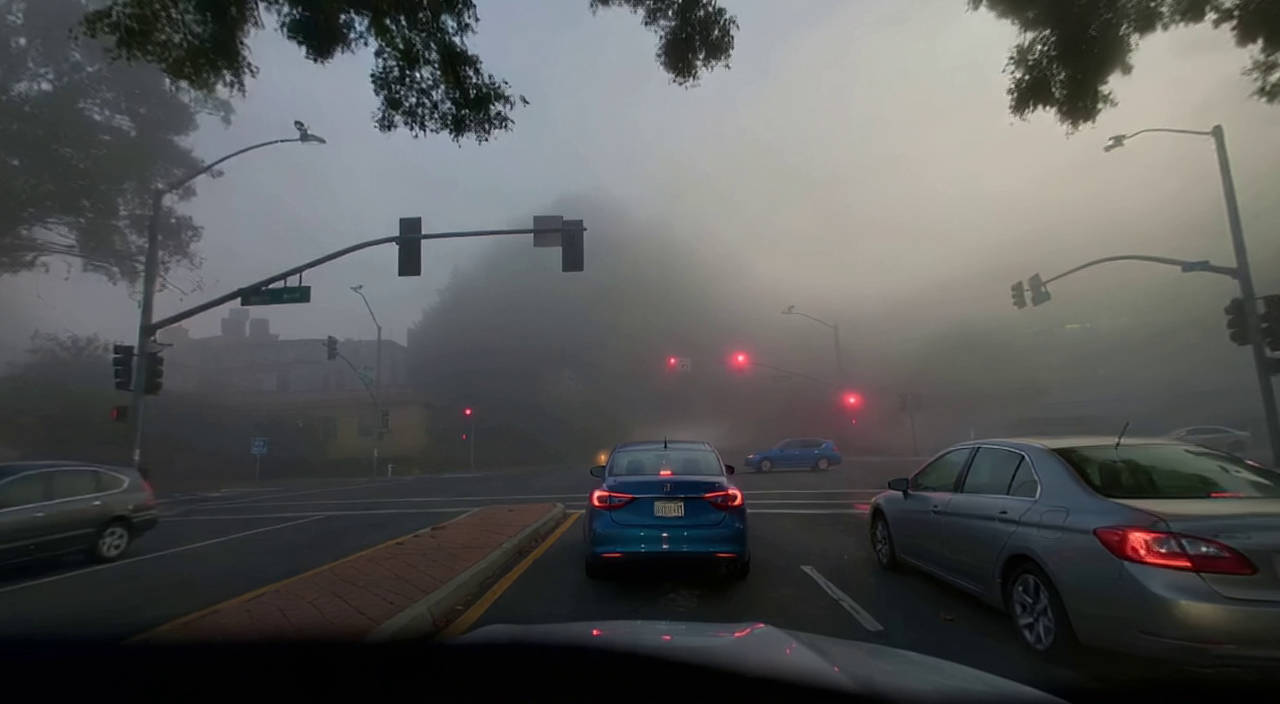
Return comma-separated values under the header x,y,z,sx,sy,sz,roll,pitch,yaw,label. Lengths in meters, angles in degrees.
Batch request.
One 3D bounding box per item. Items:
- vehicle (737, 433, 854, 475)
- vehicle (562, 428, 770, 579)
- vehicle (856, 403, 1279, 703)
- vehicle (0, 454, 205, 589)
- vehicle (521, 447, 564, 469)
x,y,z,sx,sy,sz,roll,pitch,yaw,label
6.840,4.474,27.865,4.577,1.705,1.996,2,-9,-18,vehicle
0.299,1.821,8.328,2.090,1.505,3.756,-1,-9,1,vehicle
3.655,1.343,5.428,1.888,1.486,4.681,0,-9,-1,vehicle
-8.105,2.036,7.785,1.852,1.487,4.406,-2,-9,10,vehicle
-6.917,7.582,45.305,2.093,1.476,4.278,-1,-9,4,vehicle
